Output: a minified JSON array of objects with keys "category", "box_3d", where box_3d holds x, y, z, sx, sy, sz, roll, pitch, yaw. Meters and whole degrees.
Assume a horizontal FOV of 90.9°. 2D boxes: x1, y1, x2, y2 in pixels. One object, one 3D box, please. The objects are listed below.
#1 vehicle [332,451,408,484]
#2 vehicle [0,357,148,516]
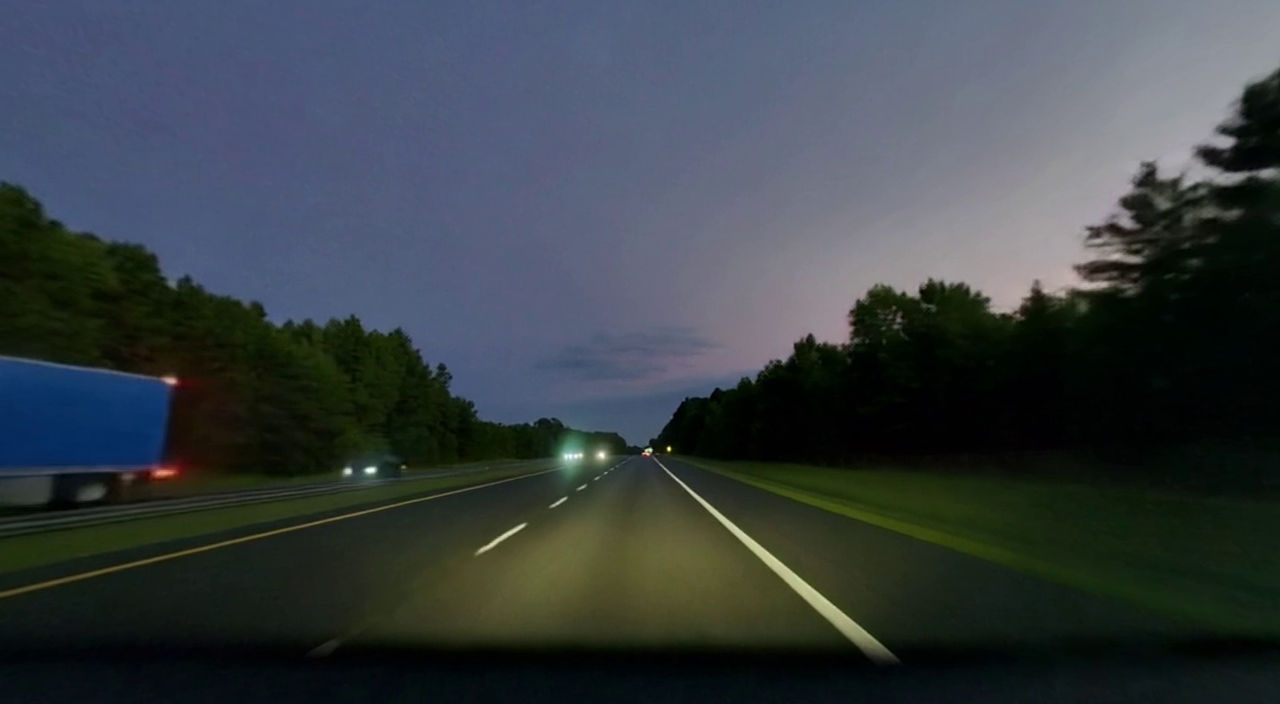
[{"category":"vehicle","box_3d":[-13.421,5.747,31.607,1.864,1.493,4.344,0,-9,0]},{"category":"vehicle","box_3d":[-17.863,1.791,13.668,2.877,4.022,14.209,0,-9,0]}]
